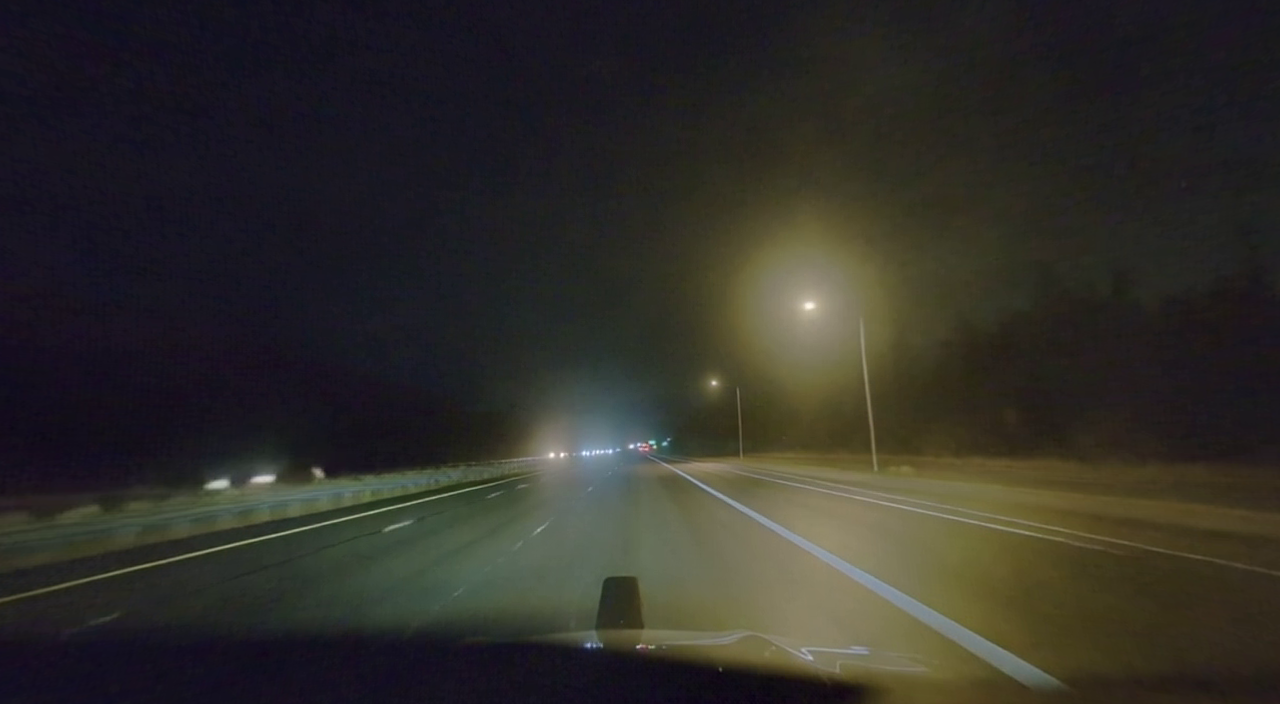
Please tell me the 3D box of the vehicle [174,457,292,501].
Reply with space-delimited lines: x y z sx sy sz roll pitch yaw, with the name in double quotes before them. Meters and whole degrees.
"vehicle" -15.246 4.741 23.933 1.768 1.452 4.110 0 -9 -1
